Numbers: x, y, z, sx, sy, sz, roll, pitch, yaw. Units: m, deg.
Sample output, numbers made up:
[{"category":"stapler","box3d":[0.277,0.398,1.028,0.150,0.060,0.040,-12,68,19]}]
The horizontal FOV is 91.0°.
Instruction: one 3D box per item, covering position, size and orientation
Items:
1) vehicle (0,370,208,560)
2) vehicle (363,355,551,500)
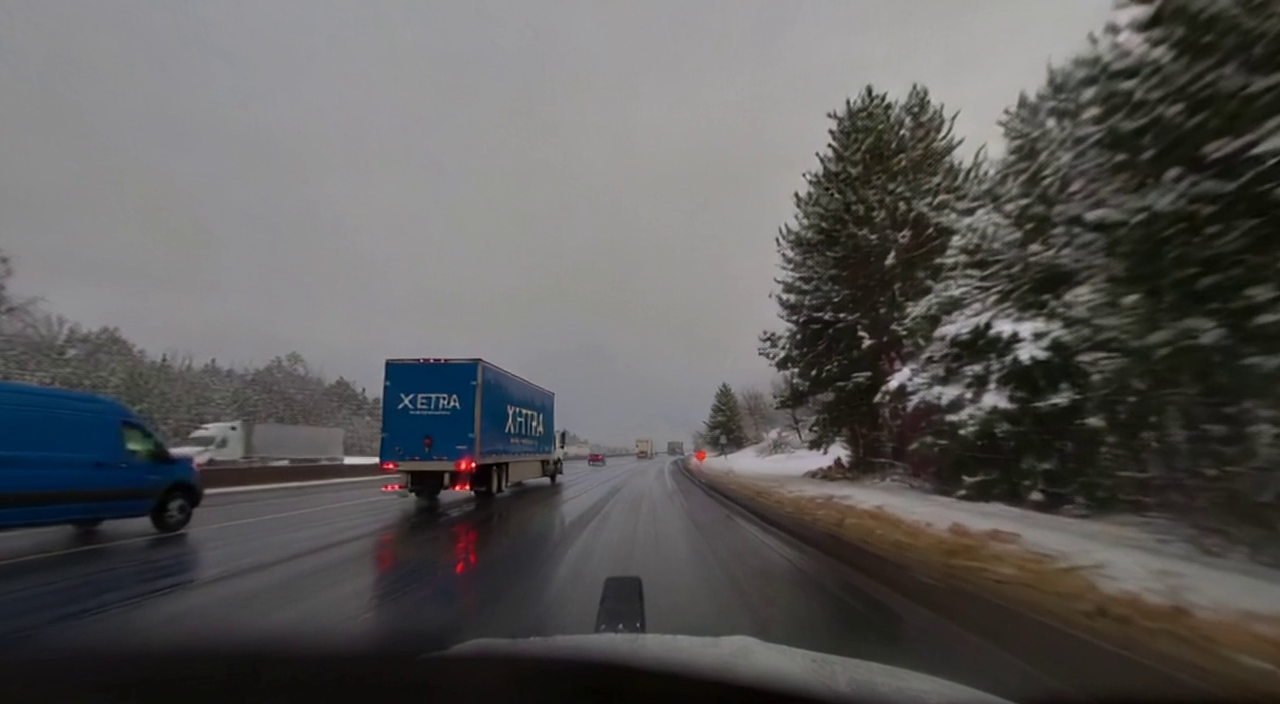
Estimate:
[{"category":"vehicle","box3d":[-10.132,1.711,9.689,2.469,2.615,5.874,0,-9,3]},{"category":"vehicle","box3d":[-5.782,2.809,22.415,3.183,4.011,9.617,0,-9,4]}]
